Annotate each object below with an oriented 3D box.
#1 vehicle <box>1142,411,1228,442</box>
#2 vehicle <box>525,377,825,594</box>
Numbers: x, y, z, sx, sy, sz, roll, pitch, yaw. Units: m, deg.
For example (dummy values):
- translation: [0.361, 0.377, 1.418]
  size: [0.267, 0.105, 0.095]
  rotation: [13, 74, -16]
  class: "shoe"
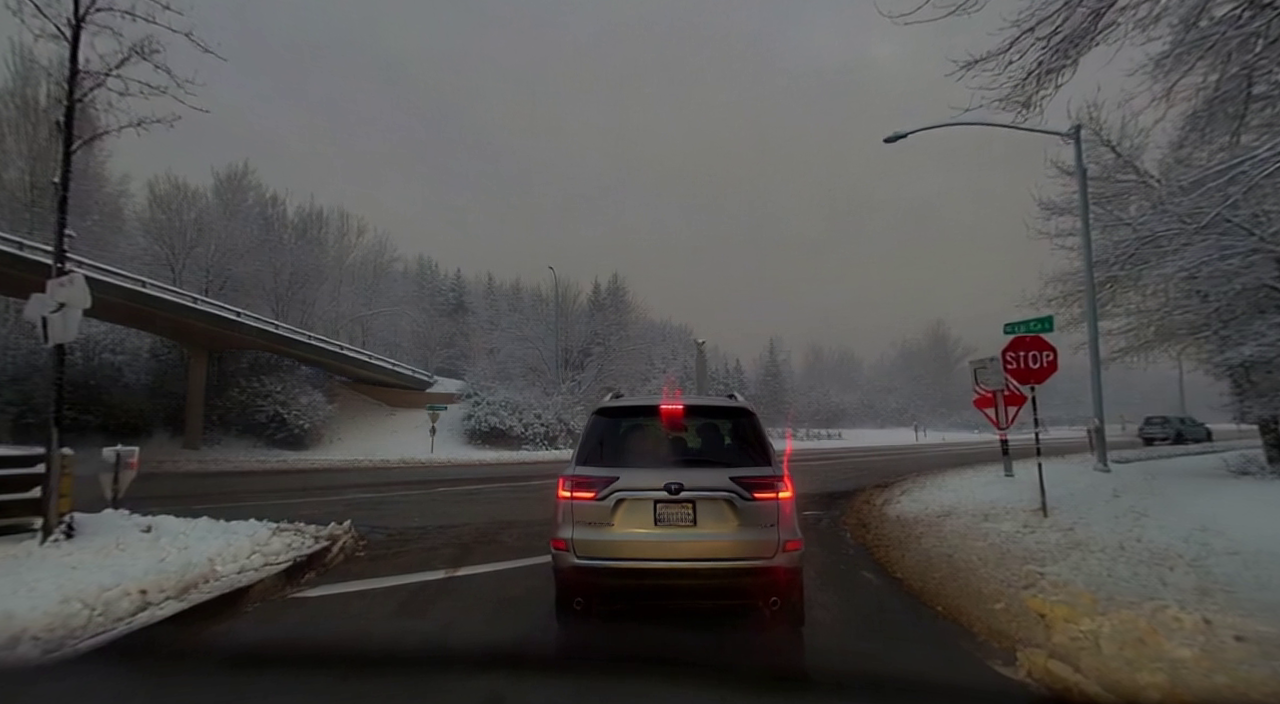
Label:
- translation: [31.844, 4.400, 36.827]
  size: [4.413, 1.717, 2.073]
  rotation: [4, -10, -26]
  class: "vehicle"
- translation: [0.324, 1.440, 7.524]
  size: [2.494, 1.804, 4.336]
  rotation: [0, -9, 1]
  class: "vehicle"
